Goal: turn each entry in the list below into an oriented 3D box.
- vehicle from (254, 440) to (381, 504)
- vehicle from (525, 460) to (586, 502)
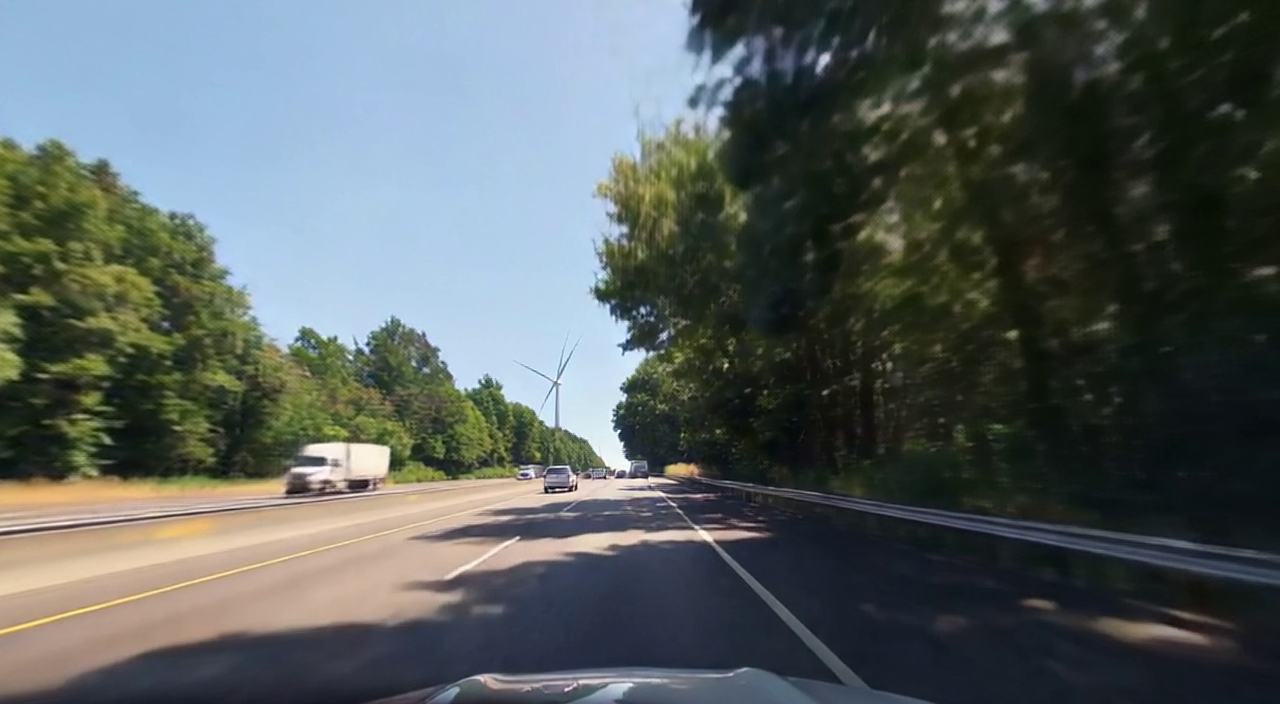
[{"bbox_3d":[-16.517,6.263,33.048,2.618,2.898,7.409,1,-11,0],"label":"vehicle"},{"bbox_3d":[-3.829,5.959,29.283,2.124,1.705,4.440,1,-11,1],"label":"vehicle"}]
